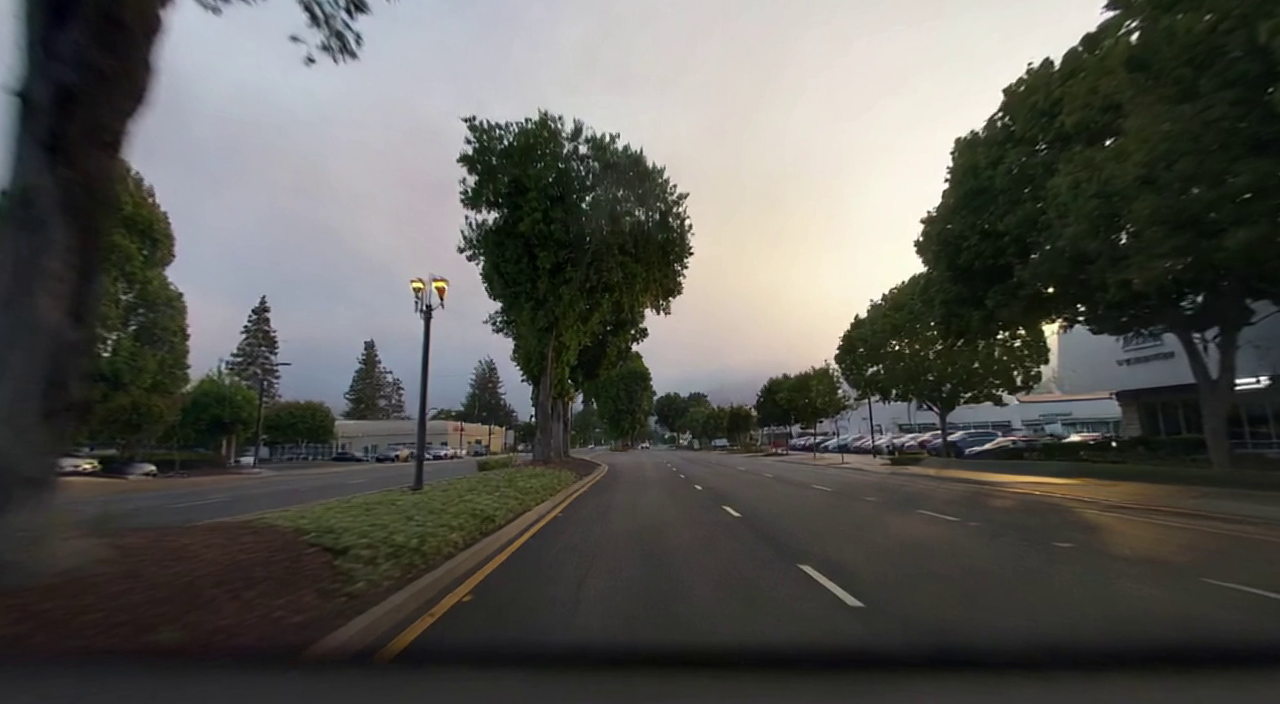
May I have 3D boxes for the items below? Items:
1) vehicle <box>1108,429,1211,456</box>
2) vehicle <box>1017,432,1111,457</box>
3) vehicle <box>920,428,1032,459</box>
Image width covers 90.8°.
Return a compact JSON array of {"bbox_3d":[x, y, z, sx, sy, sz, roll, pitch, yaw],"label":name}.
[{"bbox_3d":[31.499,5.485,38.403,4.532,1.493,1.886,-1,-9,1],"label":"vehicle"},{"bbox_3d":[25.967,5.703,38.820,4.402,1.465,1.900,0,-9,-2],"label":"vehicle"},{"bbox_3d":[20.407,5.604,38.558,5.462,1.785,2.323,0,-9,1],"label":"vehicle"}]
